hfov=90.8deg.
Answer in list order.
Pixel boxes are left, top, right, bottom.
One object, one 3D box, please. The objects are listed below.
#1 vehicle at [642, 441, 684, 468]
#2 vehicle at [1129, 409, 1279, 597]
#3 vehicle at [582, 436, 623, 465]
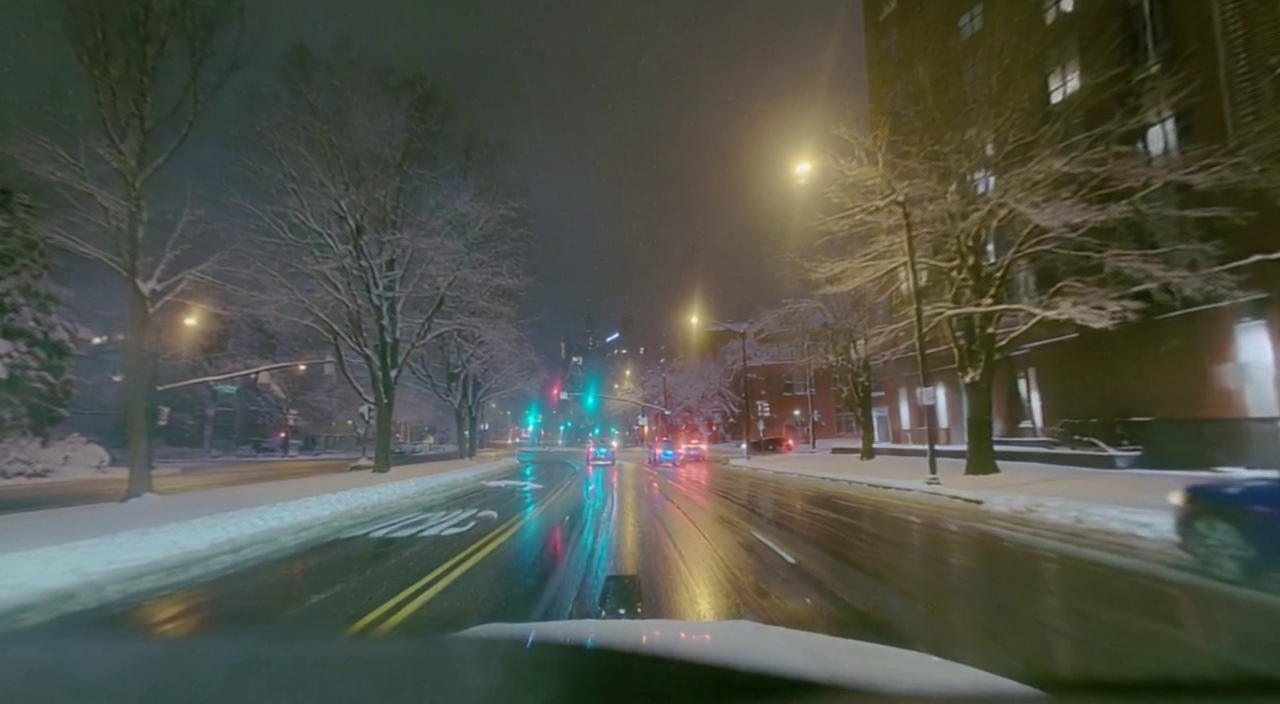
[{"bbox_3d":[1.325,6.201,38.325,1.918,1.479,4.468,1,-9,-5],"label":"vehicle"},{"bbox_3d":[6.659,1.216,4.760,2.042,1.635,4.858,0,-9,0],"label":"vehicle"},{"bbox_3d":[-2.447,6.274,40.156,2.317,1.713,4.231,1,-9,-7],"label":"vehicle"}]
